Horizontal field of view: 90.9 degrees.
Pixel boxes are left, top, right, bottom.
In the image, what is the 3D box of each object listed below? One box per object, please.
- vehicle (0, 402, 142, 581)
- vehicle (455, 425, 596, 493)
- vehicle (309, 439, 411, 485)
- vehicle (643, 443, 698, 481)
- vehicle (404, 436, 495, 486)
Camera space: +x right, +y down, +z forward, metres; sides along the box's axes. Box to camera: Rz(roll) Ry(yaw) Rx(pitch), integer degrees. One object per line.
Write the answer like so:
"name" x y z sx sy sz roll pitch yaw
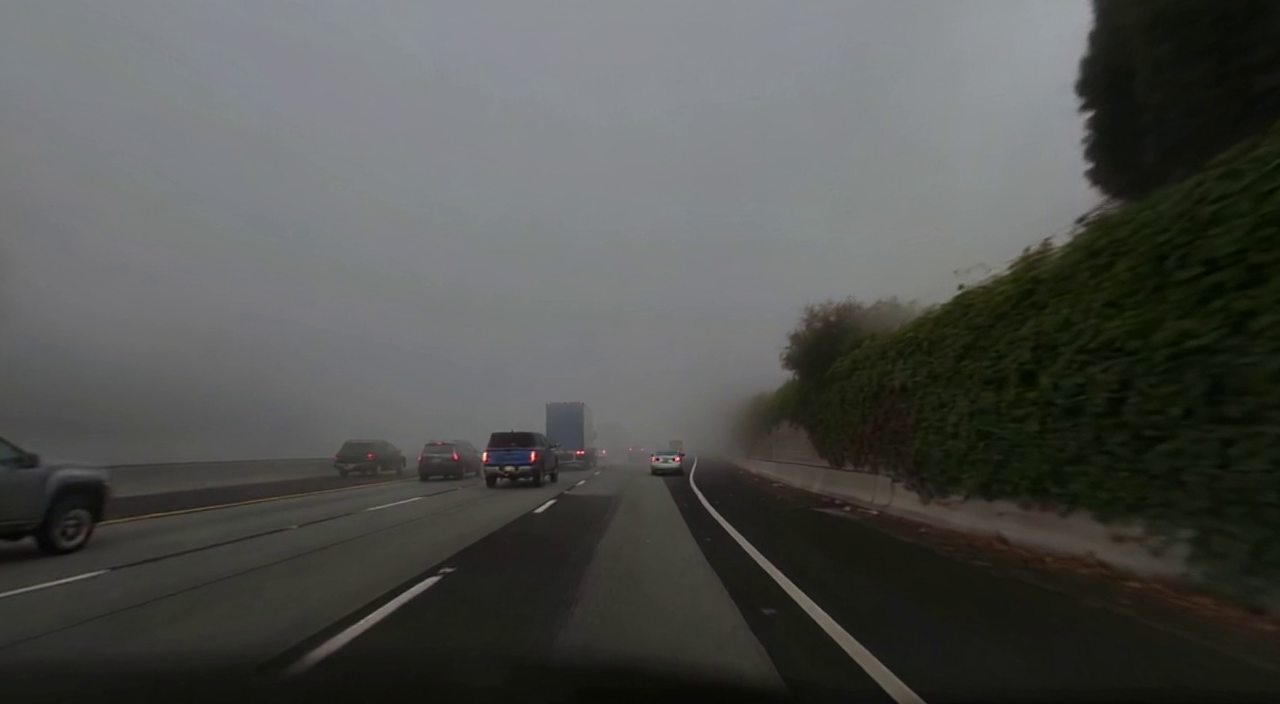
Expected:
"vehicle" -7.759 1.358 5.879 2.231 1.827 4.824 -1 -8 1
"vehicle" -3.864 4.225 25.956 3.050 1.964 15.030 0 -8 0
"vehicle" -11.575 4.564 26.505 2.073 1.722 4.664 0 -8 1
"vehicle" 1.321 4.723 27.374 2.176 1.493 3.955 -1 -8 3
"vehicle" -7.312 4.217 24.733 2.039 1.769 4.552 -1 -8 2
